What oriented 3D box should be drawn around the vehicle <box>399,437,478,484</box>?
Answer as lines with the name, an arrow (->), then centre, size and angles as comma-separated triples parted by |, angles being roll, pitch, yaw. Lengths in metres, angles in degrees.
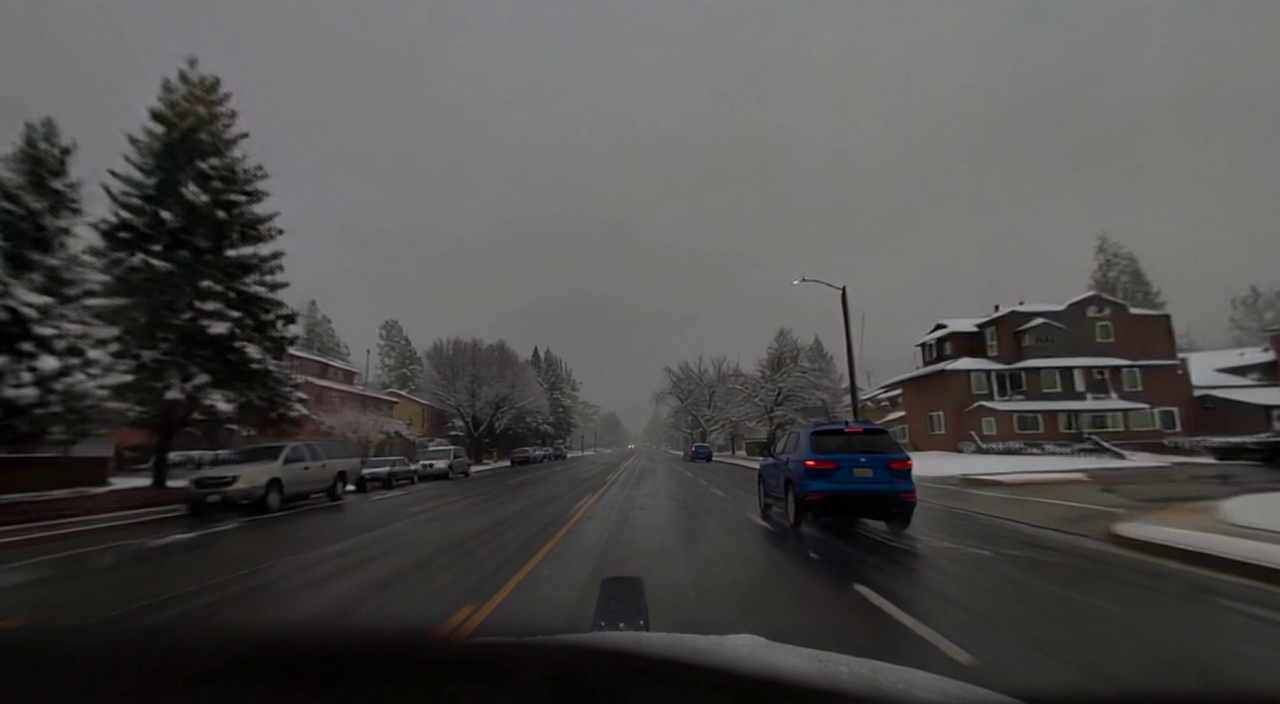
vehicle -> -10.358, 5.620, 32.964 | 2.254, 2.127, 5.697 | -3, -9, 0

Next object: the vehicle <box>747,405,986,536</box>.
vehicle -> 3.800, 2.163, 12.180 | 2.497, 1.889, 5.833 | 0, -8, 1

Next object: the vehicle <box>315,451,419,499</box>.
vehicle -> -10.490, 4.729, 24.667 | 2.006, 1.476, 4.570 | -3, -8, 1

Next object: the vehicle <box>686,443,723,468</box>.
vehicle -> 3.987, 6.503, 39.819 | 1.956, 1.492, 4.425 | 0, -8, 1

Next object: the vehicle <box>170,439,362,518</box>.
vehicle -> -10.567, 3.575, 18.572 | 2.261, 1.851, 5.724 | -2, -8, -1
